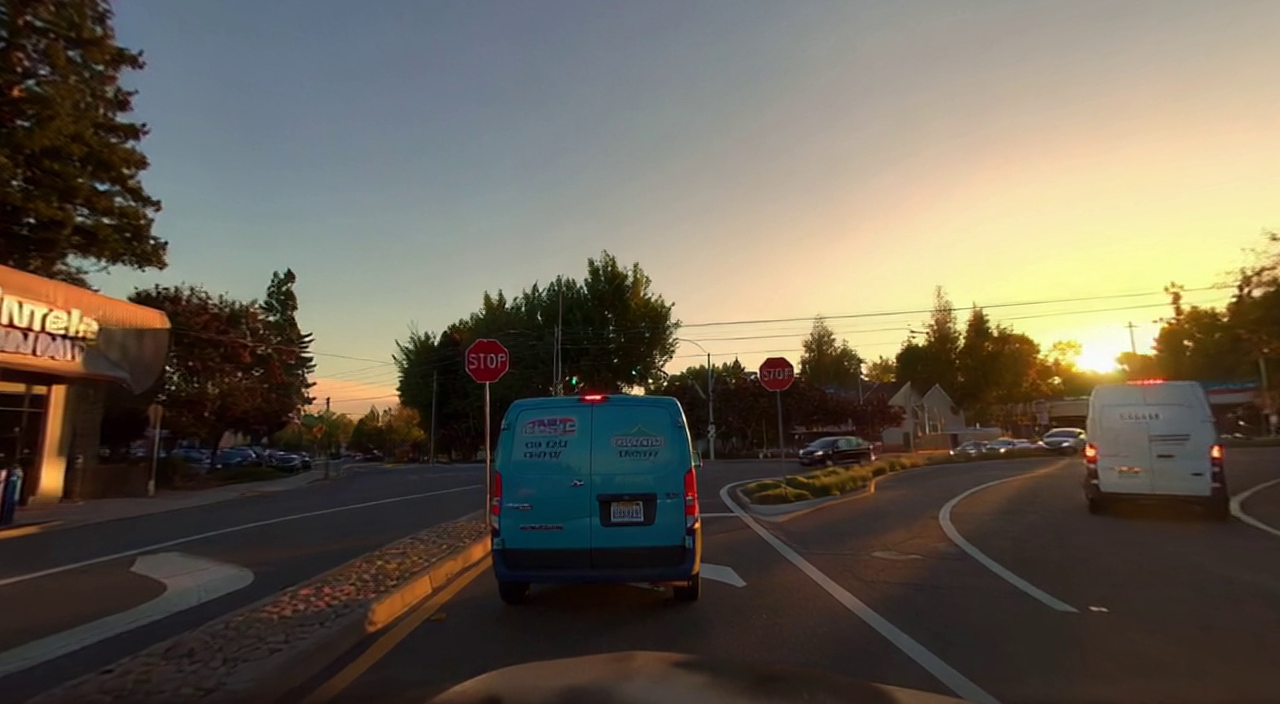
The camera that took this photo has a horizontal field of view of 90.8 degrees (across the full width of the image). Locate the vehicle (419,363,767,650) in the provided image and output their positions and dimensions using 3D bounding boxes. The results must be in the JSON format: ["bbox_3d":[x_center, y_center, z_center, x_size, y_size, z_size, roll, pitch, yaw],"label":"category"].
[{"bbox_3d":[-0.210,1.325,6.421,2.237,1.828,4.546,0,-9,3],"label":"vehicle"}]

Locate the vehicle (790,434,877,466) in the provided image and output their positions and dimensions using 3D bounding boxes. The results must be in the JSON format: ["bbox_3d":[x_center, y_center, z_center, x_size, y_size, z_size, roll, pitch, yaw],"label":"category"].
[{"bbox_3d":[10.532,5.310,34.290,4.512,1.659,1.985,5,-10,-32],"label":"vehicle"}]

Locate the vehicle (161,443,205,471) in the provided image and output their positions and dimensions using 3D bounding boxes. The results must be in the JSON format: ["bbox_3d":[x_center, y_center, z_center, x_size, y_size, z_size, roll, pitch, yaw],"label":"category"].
[{"bbox_3d":[-29.803,6.841,41.333,1.913,1.682,4.120,5,-10,-31],"label":"vehicle"}]

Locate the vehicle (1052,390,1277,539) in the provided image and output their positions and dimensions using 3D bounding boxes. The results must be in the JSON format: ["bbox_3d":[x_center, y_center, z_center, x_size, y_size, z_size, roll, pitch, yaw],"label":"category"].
[{"bbox_3d":[9.775,2.112,12.449,2.385,2.196,5.640,-5,-10,30],"label":"vehicle"}]

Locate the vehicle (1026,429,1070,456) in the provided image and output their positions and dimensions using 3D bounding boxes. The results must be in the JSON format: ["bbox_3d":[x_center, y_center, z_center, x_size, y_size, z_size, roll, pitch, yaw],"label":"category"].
[{"bbox_3d":[29.203,6.491,45.134,2.079,1.797,5.345,-7,-11,37],"label":"vehicle"}]

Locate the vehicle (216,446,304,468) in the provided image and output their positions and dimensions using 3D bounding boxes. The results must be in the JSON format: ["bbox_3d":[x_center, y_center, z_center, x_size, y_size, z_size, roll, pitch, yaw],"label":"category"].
[{"bbox_3d":[-25.924,7.172,43.217,4.670,1.472,1.851,1,-9,-9],"label":"vehicle"}]
